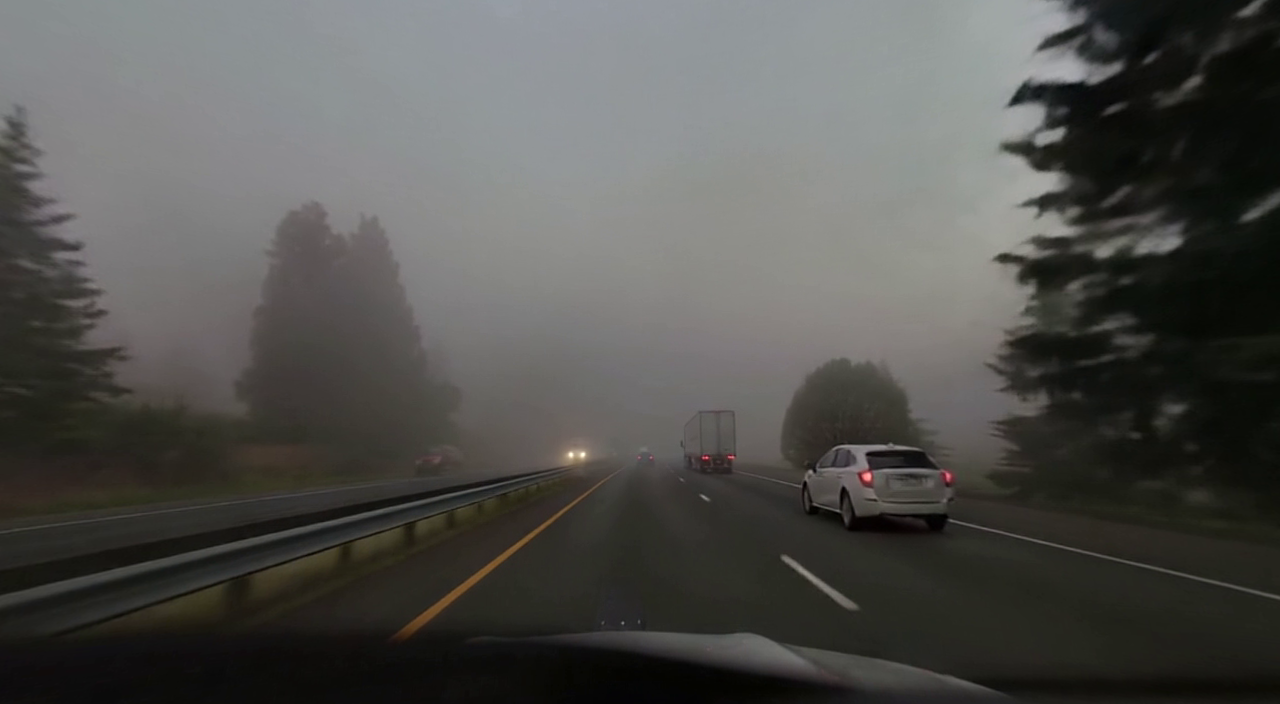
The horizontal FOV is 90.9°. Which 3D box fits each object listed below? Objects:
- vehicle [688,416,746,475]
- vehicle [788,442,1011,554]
[{"bbox_3d":[5.140,6.584,44.242,2.866,3.558,11.674,0,-9,1],"label":"vehicle"},{"bbox_3d":[3.910,2.246,10.390,1.893,1.442,4.039,0,-9,-1],"label":"vehicle"}]
